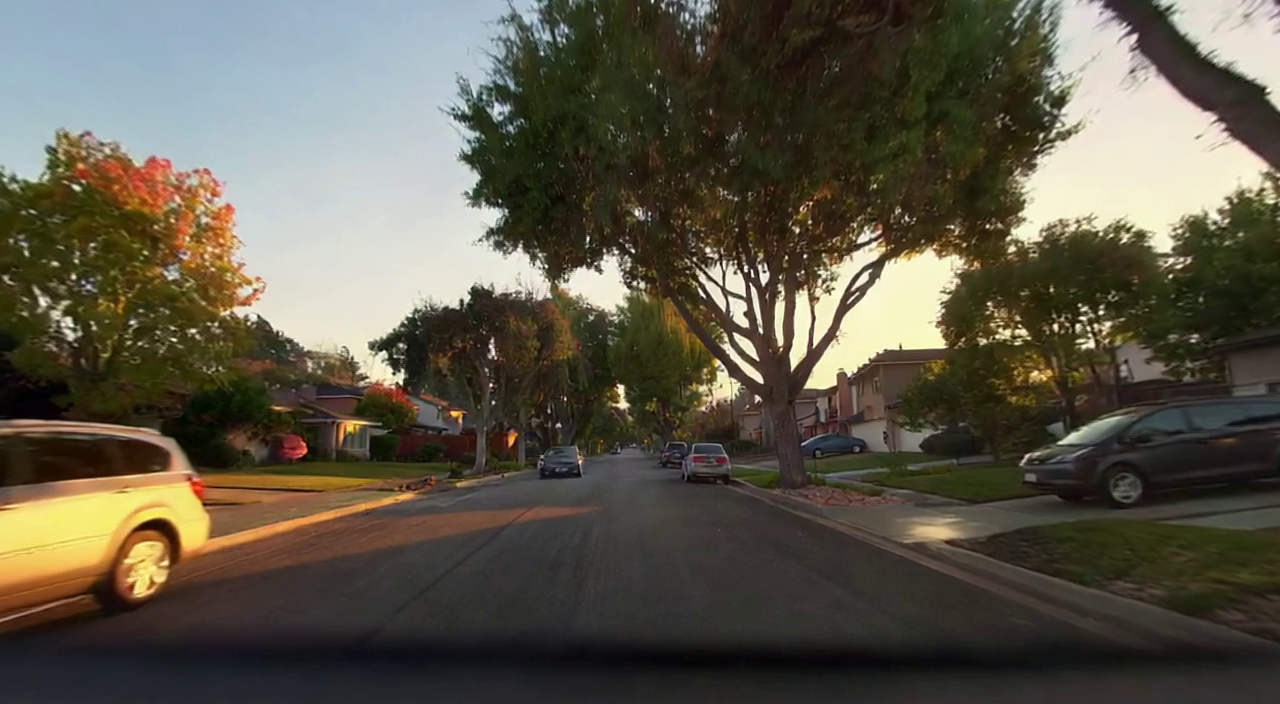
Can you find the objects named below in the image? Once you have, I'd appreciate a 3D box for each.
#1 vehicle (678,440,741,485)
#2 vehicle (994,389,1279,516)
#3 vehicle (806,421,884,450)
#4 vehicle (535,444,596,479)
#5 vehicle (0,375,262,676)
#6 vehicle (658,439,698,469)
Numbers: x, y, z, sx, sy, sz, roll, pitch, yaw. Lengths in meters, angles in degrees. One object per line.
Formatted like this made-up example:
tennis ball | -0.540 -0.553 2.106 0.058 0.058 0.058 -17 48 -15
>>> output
vehicle | 2.756 4.512 26.120 2.079 1.651 4.783 0 -9 1
vehicle | 11.228 1.935 12.498 6.969 2.120 2.256 -2 -10 -1
vehicle | 13.007 5.302 40.372 4.310 1.805 2.289 -1 -7 6
vehicle | -3.415 5.151 29.956 2.104 1.497 4.781 0 -9 3
vehicle | -5.427 1.092 3.943 2.221 1.993 5.874 1 -9 3
vehicle | 2.526 7.049 43.806 2.350 1.912 5.696 0 -9 -1
